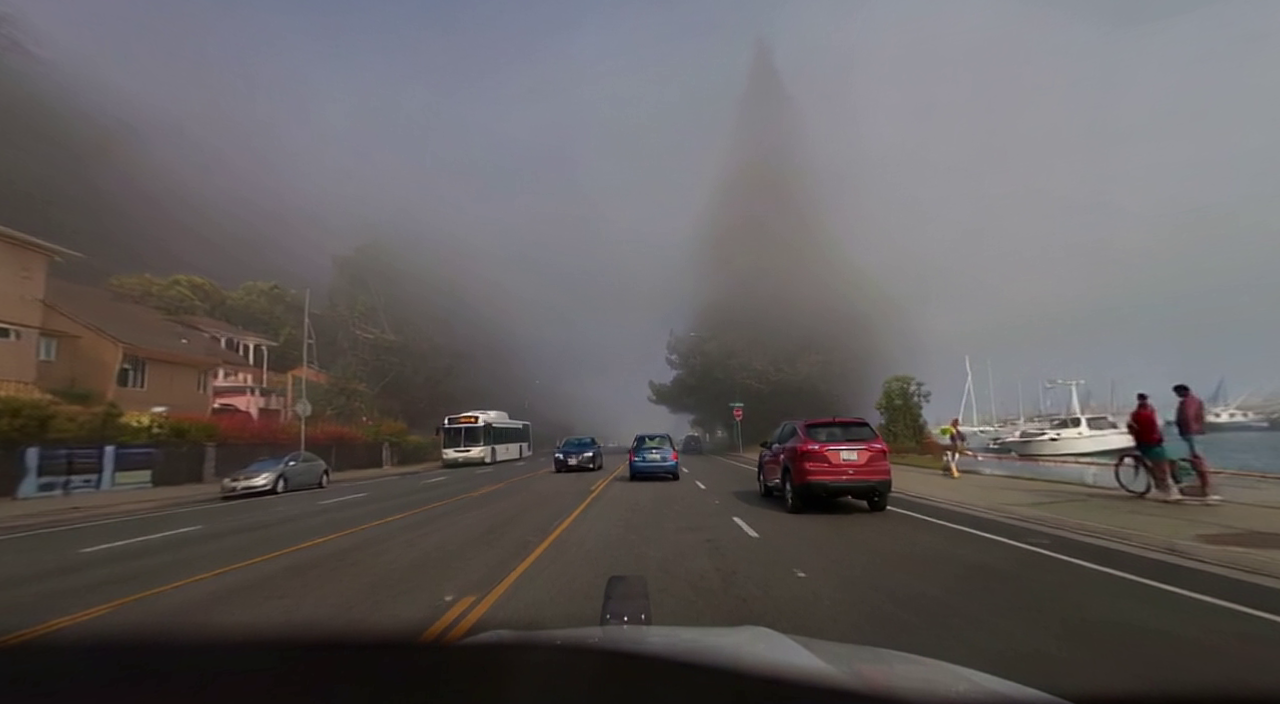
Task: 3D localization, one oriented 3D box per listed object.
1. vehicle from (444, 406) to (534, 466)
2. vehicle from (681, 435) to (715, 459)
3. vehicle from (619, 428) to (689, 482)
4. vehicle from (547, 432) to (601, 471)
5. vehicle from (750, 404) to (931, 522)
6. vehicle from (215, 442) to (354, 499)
[{"bbox_3d":[-9.473,5.531,40.895,2.995,3.421,9.259,-1,-9,3],"label":"vehicle"},{"bbox_3d":[3.965,6.579,43.655,1.876,1.626,3.851,0,-9,-1],"label":"vehicle"},{"bbox_3d":[0.410,3.435,21.166,2.132,1.632,3.838,0,-9,0],"label":"vehicle"},{"bbox_3d":[-2.953,4.574,29.158,1.929,1.648,4.114,-1,-9,2],"label":"vehicle"},{"bbox_3d":[3.504,2.050,12.065,2.000,1.809,4.405,0,-9,0],"label":"vehicle"},{"bbox_3d":[-10.394,3.470,18.801,1.731,1.489,3.841,-1,-9,3],"label":"vehicle"}]
